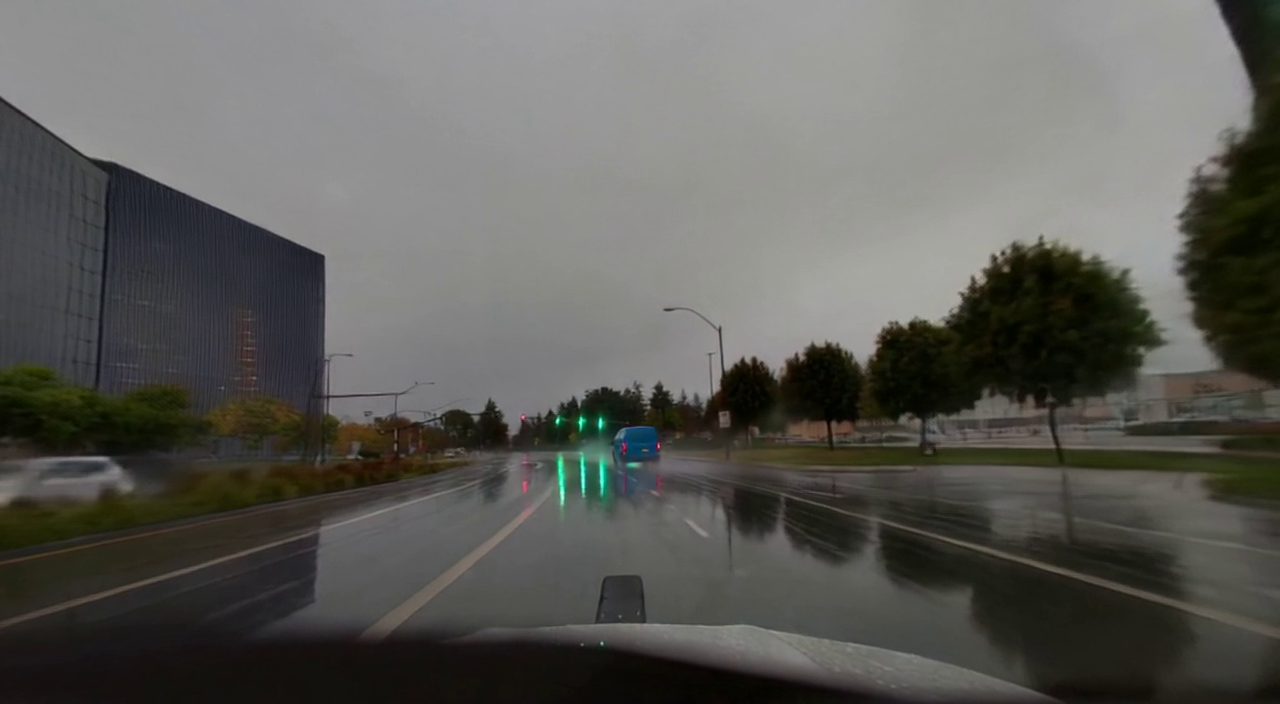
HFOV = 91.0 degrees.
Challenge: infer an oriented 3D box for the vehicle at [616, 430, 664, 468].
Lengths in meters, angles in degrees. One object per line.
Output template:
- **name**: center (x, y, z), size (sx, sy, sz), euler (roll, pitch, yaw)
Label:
- **vehicle**: center (-0.078, 6.111, 39.771), size (2.339, 2.244, 4.817), euler (1, -8, -9)
